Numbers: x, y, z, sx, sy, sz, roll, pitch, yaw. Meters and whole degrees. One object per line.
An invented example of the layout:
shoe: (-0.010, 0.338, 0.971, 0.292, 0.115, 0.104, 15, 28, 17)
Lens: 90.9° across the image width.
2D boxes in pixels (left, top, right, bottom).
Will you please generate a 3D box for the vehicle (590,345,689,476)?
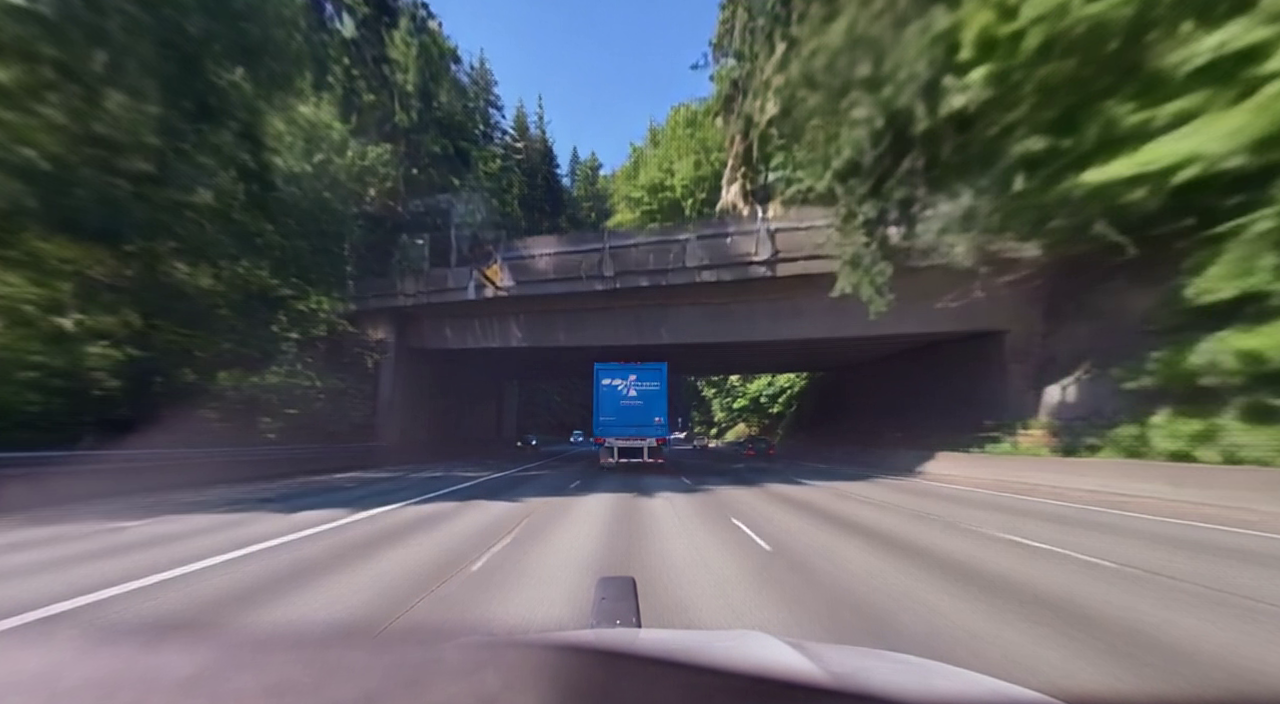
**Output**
vehicle: (-0.247, 2.369, 23.667, 2.895, 3.861, 10.213, 0, -8, -3)

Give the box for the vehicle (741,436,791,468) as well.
vehicle: (7.447, 5.922, 37.599, 2.050, 1.637, 4.397, 3, -7, 0)

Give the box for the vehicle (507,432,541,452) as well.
vehicle: (-9.114, 7.069, 49.630, 1.955, 1.453, 3.855, 0, -8, 0)
